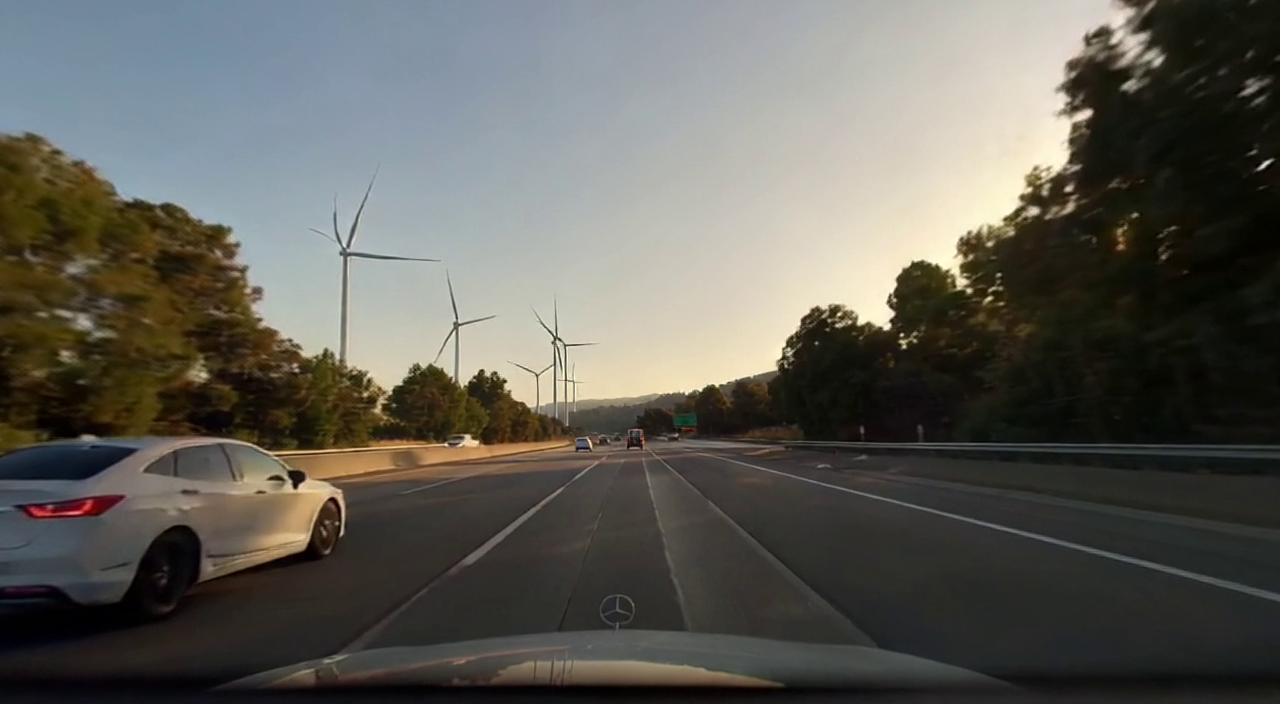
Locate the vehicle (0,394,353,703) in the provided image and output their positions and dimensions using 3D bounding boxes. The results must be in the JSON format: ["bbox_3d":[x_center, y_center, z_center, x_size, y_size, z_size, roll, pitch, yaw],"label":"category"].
[{"bbox_3d":[-3.978,1.172,4.537,1.950,1.511,3.965,0,-8,0],"label":"vehicle"}]
